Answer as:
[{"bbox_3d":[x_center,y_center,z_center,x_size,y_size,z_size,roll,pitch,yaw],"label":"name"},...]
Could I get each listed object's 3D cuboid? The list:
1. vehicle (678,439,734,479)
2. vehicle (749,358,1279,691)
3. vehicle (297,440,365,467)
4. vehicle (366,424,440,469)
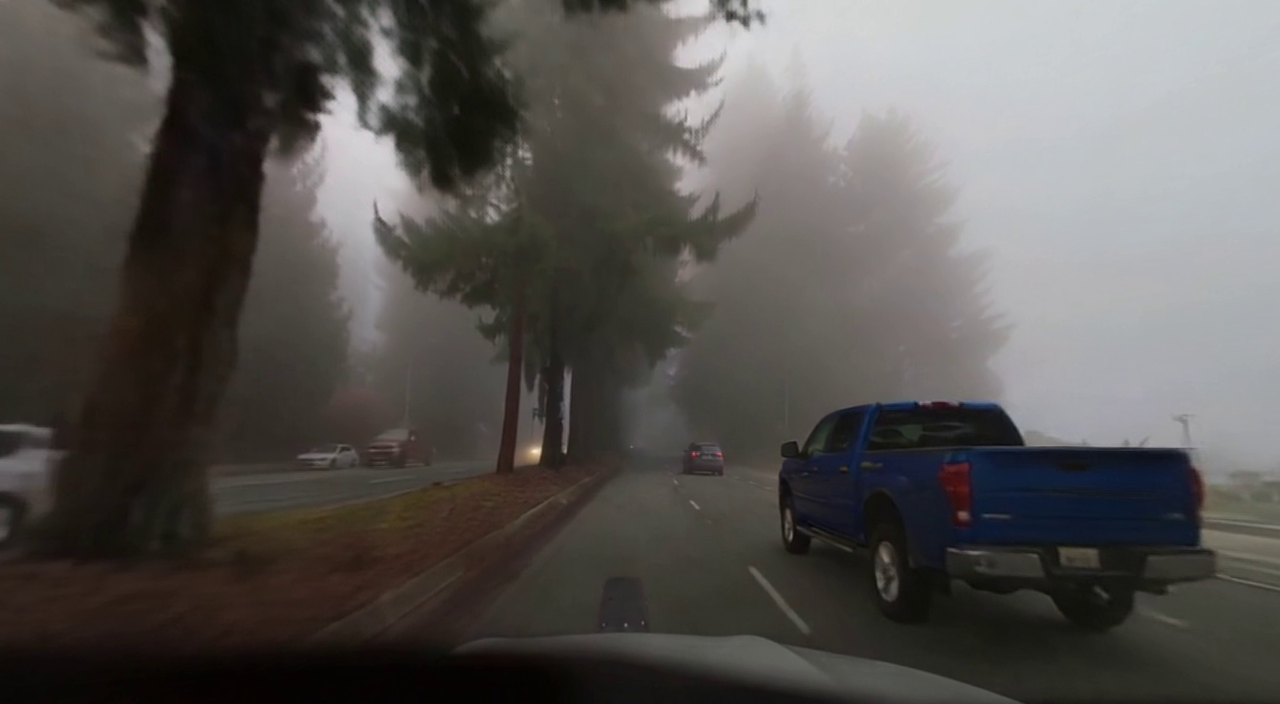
[{"bbox_3d":[3.025,5.036,29.908,2.108,1.712,4.616,0,-8,-1],"label":"vehicle"},{"bbox_3d":[2.929,1.418,6.601,2.553,1.942,5.679,0,-8,0],"label":"vehicle"},{"bbox_3d":[-19.207,6.320,39.439,2.002,1.525,4.353,0,-8,0],"label":"vehicle"},{"bbox_3d":[-14.612,5.880,39.315,2.359,2.543,5.850,0,-8,0],"label":"vehicle"}]
